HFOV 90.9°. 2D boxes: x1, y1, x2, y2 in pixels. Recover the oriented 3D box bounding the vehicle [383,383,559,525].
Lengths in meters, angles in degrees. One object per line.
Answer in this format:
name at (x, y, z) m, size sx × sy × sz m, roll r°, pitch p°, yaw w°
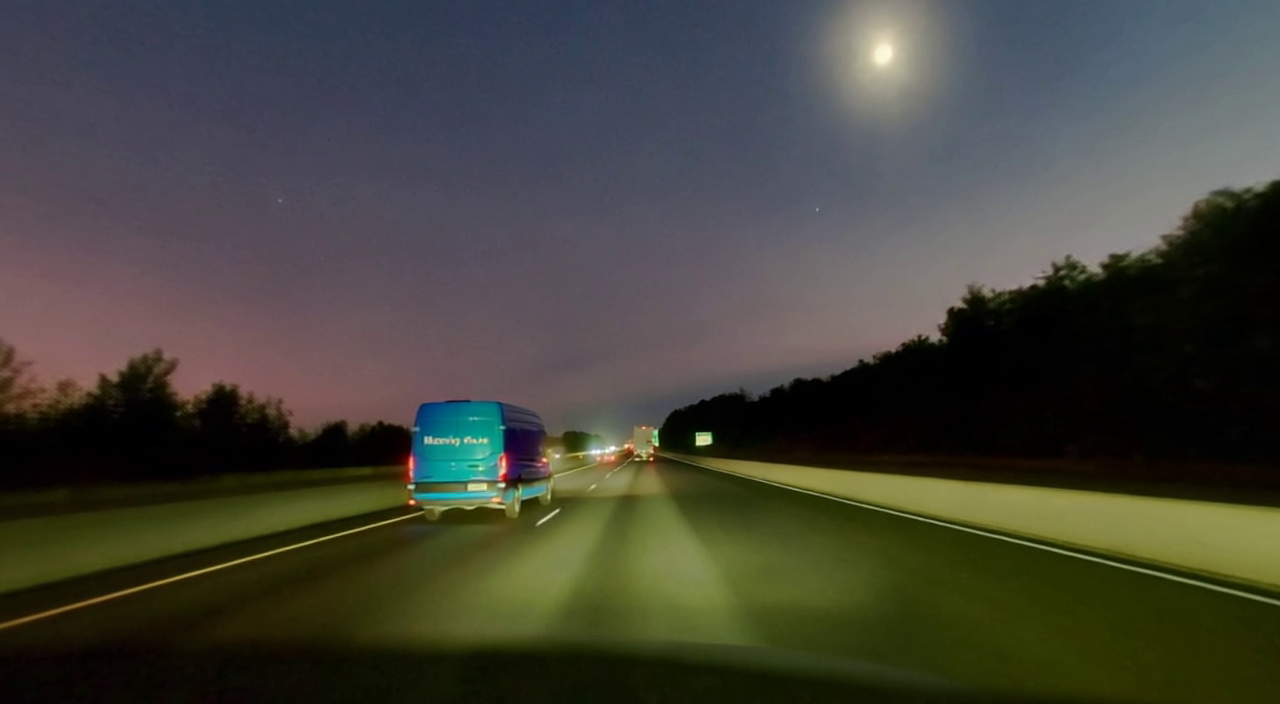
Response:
vehicle at (-3.605, 2.427, 15.337) m, size 2.320 × 2.636 × 7.021 m, roll 0°, pitch -9°, yaw 0°
